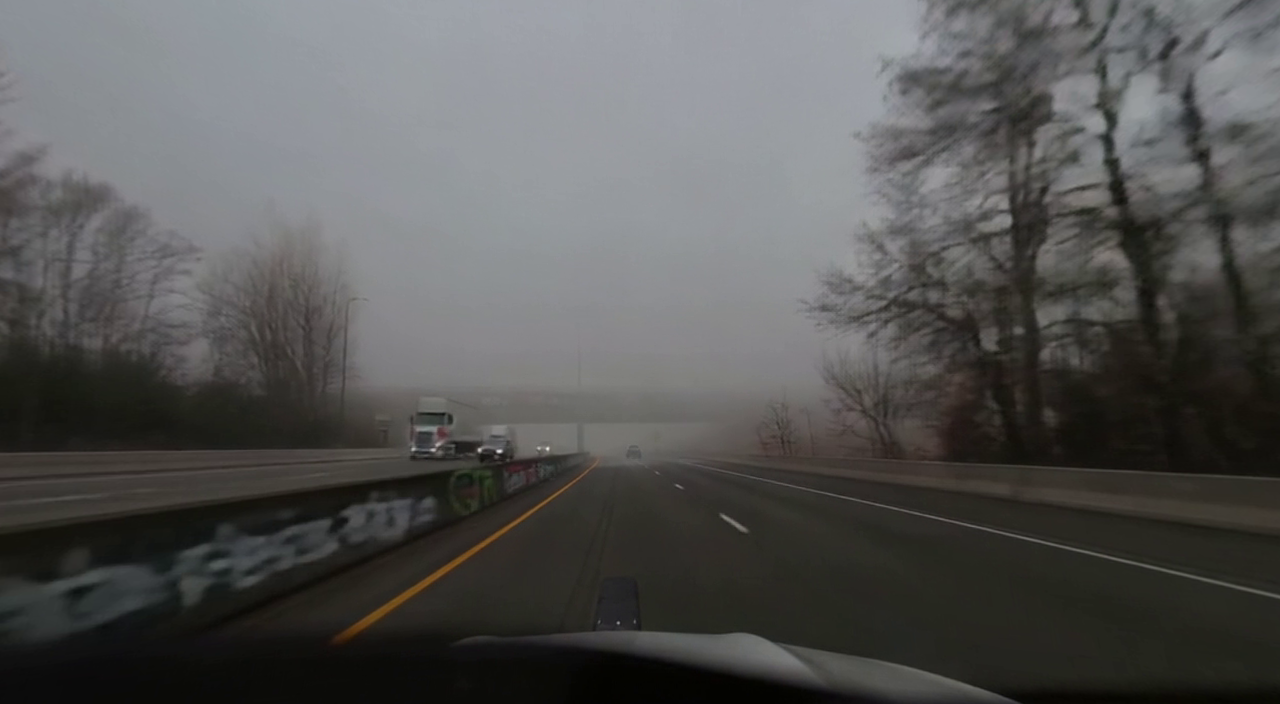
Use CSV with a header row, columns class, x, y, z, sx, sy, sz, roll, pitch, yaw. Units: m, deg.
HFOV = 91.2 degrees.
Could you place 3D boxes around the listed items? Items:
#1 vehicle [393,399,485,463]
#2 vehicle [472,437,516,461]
class,x,y,z,sx,sy,sz,roll,pitch,yaw
vehicle,-14.616,6.138,47.202,2.885,4.088,13.949,0,-9,-3
vehicle,-10.293,6.892,44.477,2.046,1.609,4.642,0,-9,-1
